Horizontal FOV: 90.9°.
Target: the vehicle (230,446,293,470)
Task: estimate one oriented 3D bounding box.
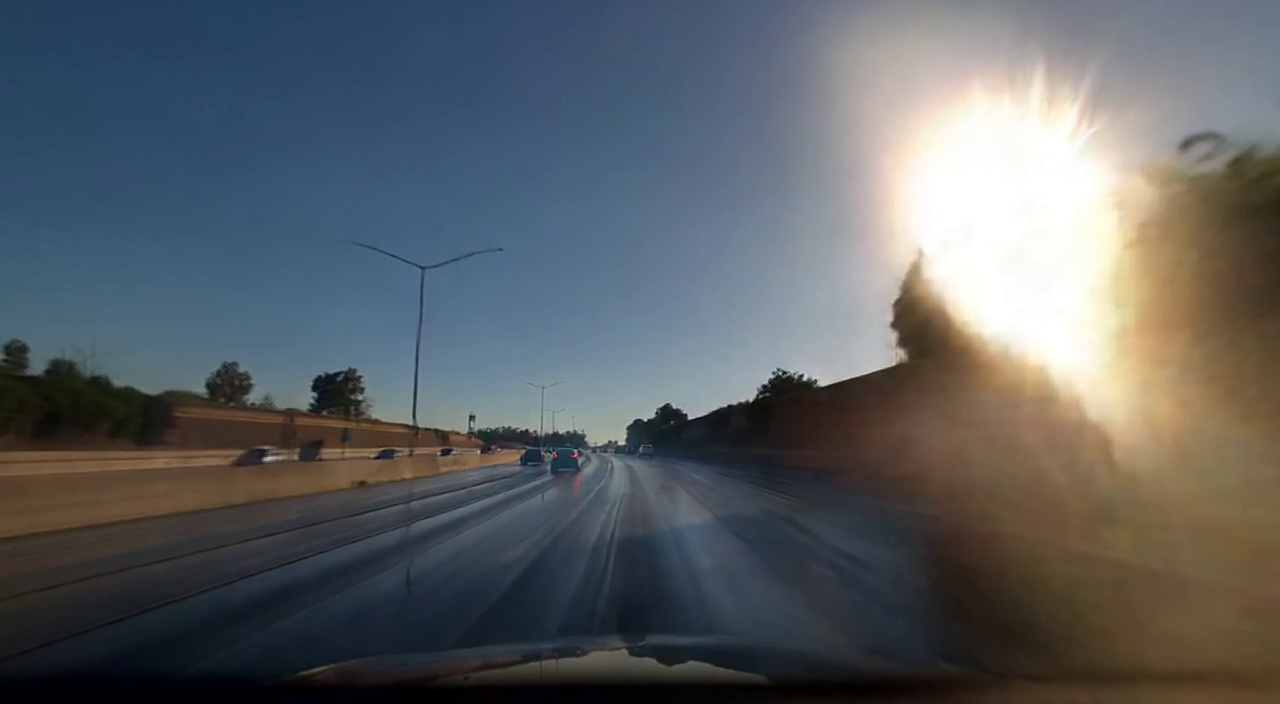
[{"bbox_3d":[-29.388,8.209,49.166,1.939,1.723,4.907,0,-8,-2],"label":"vehicle"}]

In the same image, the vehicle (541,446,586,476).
[{"bbox_3d":[-4.124,5.943,34.570,2.014,1.481,4.156,0,-8,0],"label":"vehicle"}]
